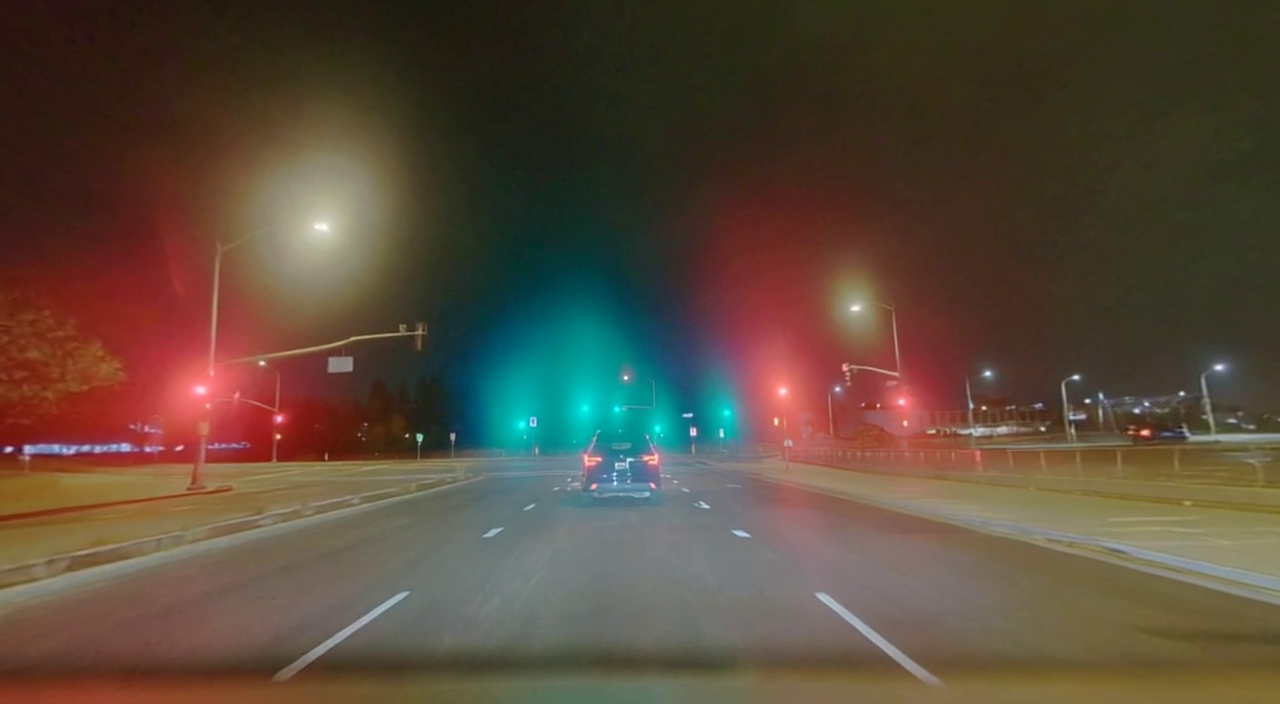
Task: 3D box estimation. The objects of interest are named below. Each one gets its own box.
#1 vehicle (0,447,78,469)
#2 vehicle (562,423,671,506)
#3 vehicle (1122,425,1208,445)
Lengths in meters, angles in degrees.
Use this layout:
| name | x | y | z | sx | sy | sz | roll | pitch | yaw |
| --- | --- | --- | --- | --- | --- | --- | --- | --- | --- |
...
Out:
| name | x | y | z | sx | sy | sz | roll | pitch | yaw |
| --- | --- | --- | --- | --- | --- | --- | --- | --- | --- |
| vehicle | -46.999 | 8.265 | 49.250 | 4.423 | 1.625 | 1.899 | 0 | -8 | -2 |
| vehicle | -0.523 | 2.630 | 15.174 | 2.218 | 1.657 | 4.551 | 0 | -8 | -1 |
| vehicle | 40.034 | 6.350 | 48.191 | 4.926 | 1.462 | 1.803 | 0 | -8 | -1 |
